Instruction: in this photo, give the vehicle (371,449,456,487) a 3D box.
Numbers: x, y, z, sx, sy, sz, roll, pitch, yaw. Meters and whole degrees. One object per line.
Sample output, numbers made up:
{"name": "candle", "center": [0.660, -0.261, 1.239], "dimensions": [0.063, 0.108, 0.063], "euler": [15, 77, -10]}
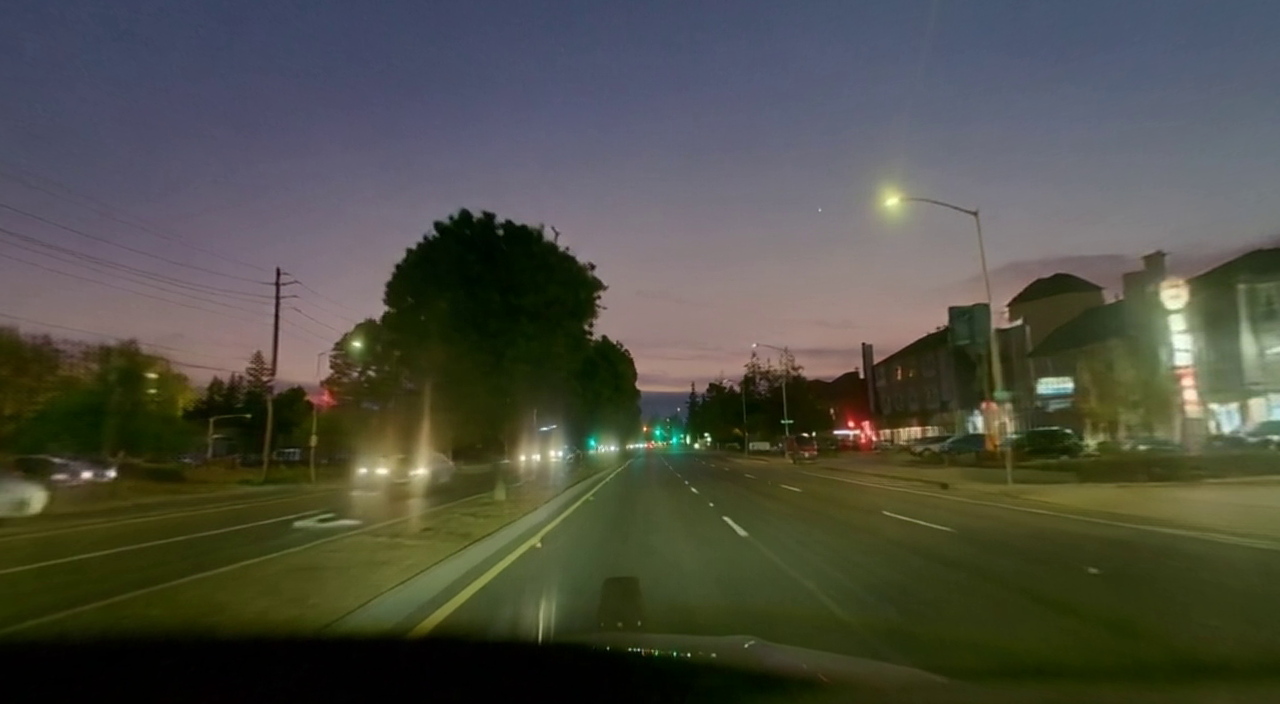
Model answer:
{"name": "vehicle", "center": [-9.787, 5.023, 27.701], "dimensions": [1.942, 1.468, 4.708], "euler": [0, -9, 1]}
